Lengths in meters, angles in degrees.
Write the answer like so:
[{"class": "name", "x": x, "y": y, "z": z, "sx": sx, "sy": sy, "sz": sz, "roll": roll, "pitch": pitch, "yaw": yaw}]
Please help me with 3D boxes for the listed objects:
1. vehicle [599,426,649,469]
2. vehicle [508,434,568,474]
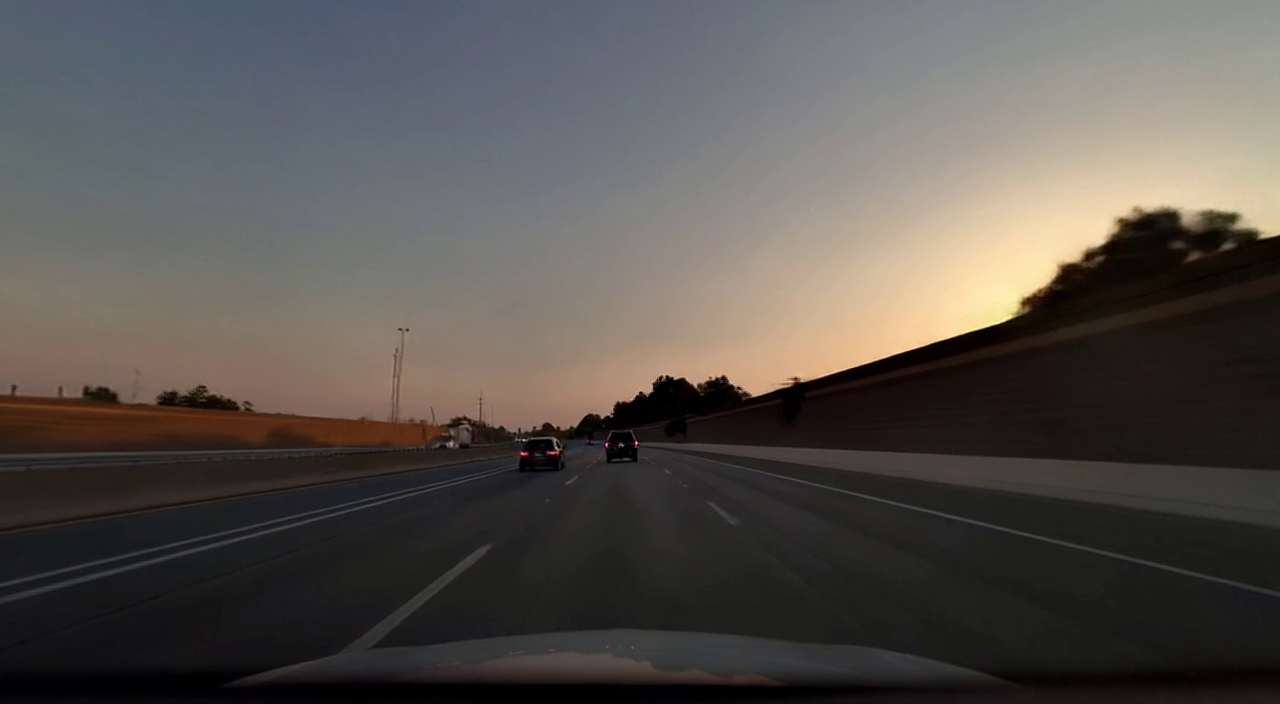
[{"class": "vehicle", "x": -0.805, "y": 4.805, "z": 31.812, "sx": 2.382, "sy": 1.973, "sz": 4.439, "roll": 0, "pitch": -8, "yaw": -1}, {"class": "vehicle", "x": -4.430, "y": 4.512, "z": 28.002, "sx": 2.039, "sy": 1.602, "sz": 4.317, "roll": 0, "pitch": -8, "yaw": -1}]
